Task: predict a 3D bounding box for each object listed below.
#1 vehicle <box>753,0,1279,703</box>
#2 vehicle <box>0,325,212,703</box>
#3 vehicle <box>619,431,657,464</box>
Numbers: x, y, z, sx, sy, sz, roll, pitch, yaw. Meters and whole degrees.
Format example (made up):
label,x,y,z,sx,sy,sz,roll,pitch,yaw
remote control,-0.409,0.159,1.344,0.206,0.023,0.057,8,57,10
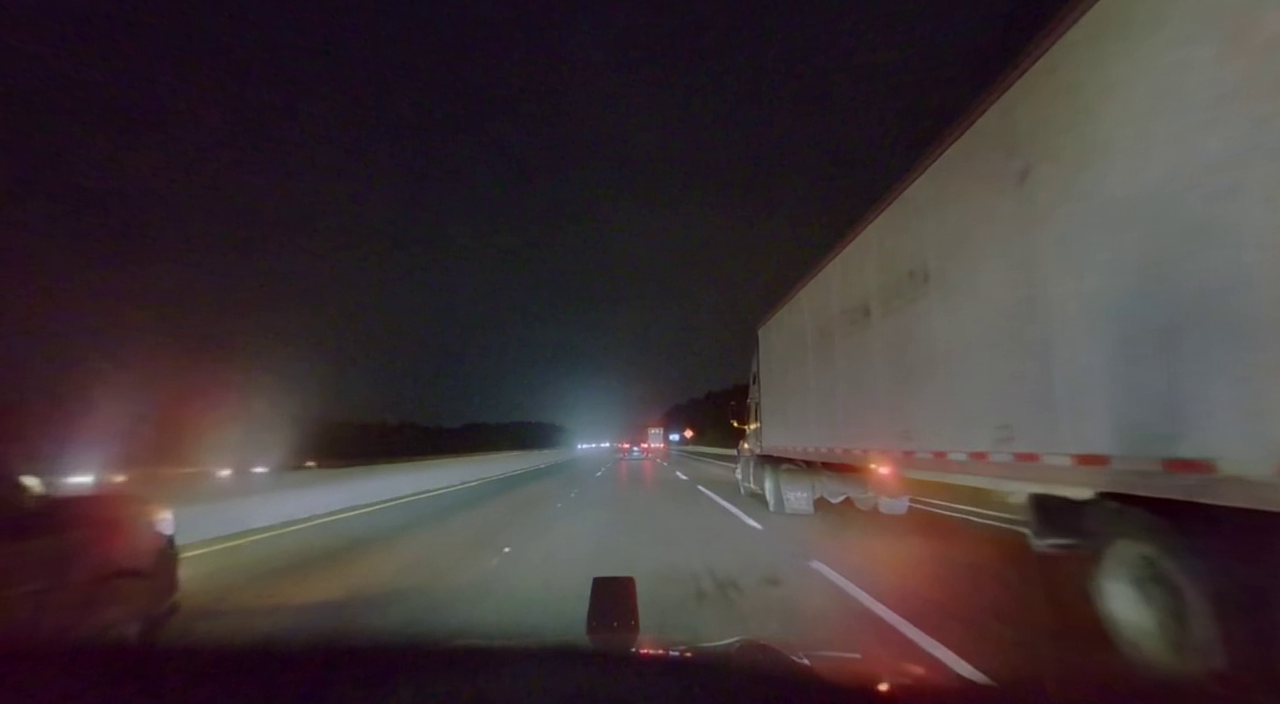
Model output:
label,x,y,z,sx,sy,sz,roll,pitch,yaw
vehicle,3.848,0.173,5.737,3.469,3.881,10.805,0,-8,-1
vehicle,-3.606,0.631,1.287,2.326,1.761,4.450,0,-8,-1
vehicle,-0.203,6.407,42.361,2.456,2.007,4.728,0,-8,-2
